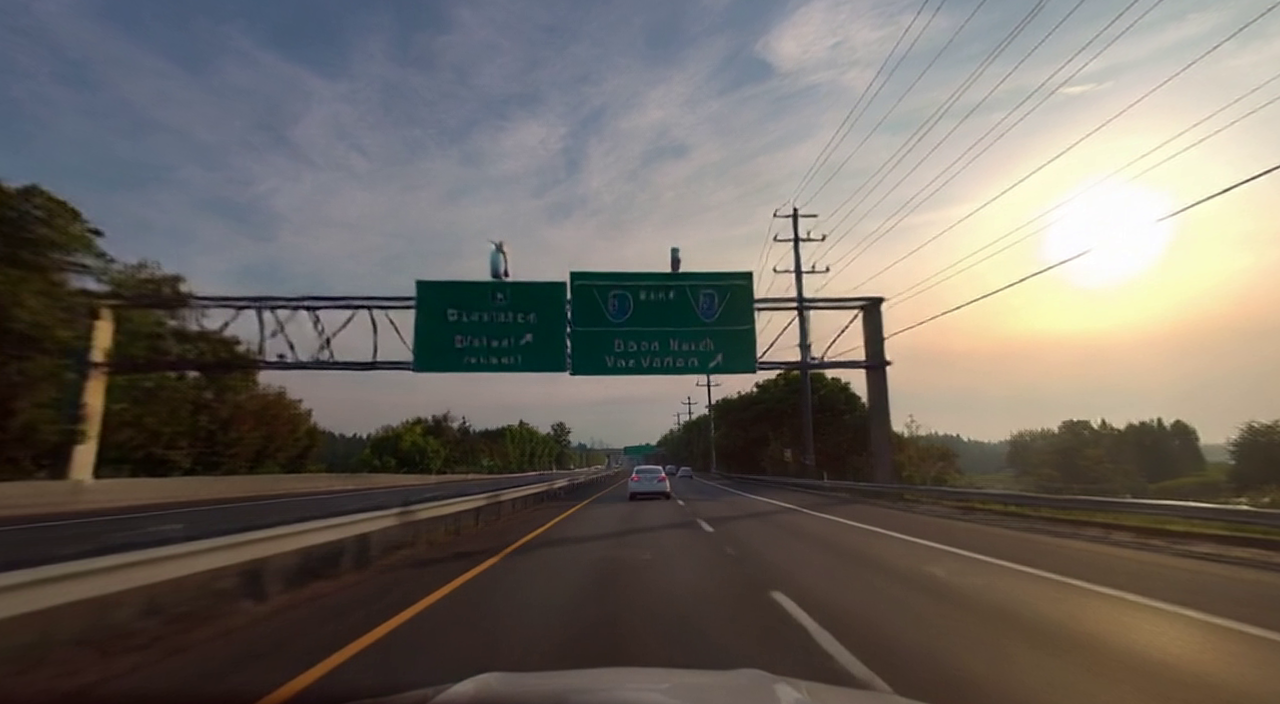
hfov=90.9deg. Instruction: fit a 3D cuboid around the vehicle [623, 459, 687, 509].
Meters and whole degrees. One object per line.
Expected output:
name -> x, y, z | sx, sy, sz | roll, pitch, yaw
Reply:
vehicle -> 0.480, 4.430, 21.417 | 1.987, 1.480, 3.786 | 1, -10, 0
